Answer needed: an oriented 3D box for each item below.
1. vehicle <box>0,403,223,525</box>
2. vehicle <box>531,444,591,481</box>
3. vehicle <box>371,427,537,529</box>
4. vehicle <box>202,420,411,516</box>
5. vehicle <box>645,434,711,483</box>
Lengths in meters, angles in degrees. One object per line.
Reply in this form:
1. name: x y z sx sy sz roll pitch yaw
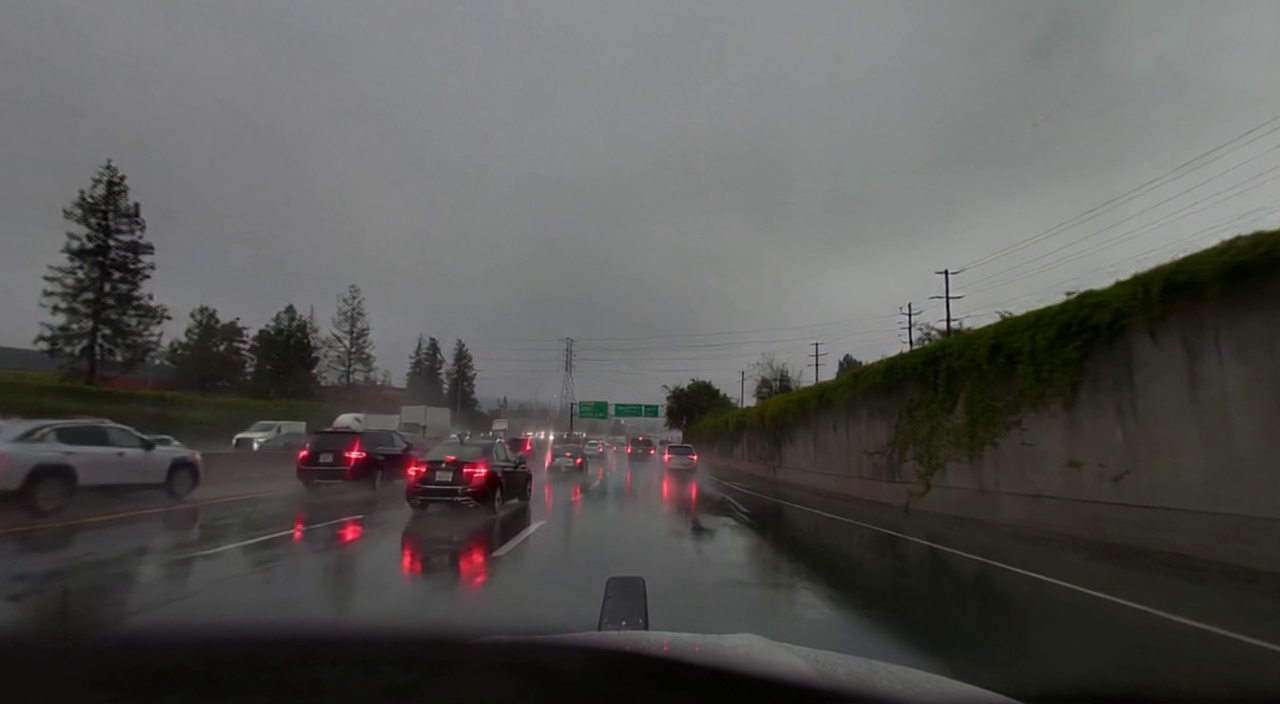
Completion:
1. vehicle: -10.736 2.065 12.014 2.089 1.847 4.981 0 -8 1
2. vehicle: -3.487 4.964 28.680 2.049 1.530 4.707 0 -8 1
3. vehicle: -3.561 2.497 13.112 2.026 1.719 4.490 0 -8 1
4. vehicle: -7.271 2.582 14.516 2.222 1.825 4.640 0 -8 0
5. vehicle: 1.730 5.194 31.110 2.793 2.132 5.682 0 -8 -1
